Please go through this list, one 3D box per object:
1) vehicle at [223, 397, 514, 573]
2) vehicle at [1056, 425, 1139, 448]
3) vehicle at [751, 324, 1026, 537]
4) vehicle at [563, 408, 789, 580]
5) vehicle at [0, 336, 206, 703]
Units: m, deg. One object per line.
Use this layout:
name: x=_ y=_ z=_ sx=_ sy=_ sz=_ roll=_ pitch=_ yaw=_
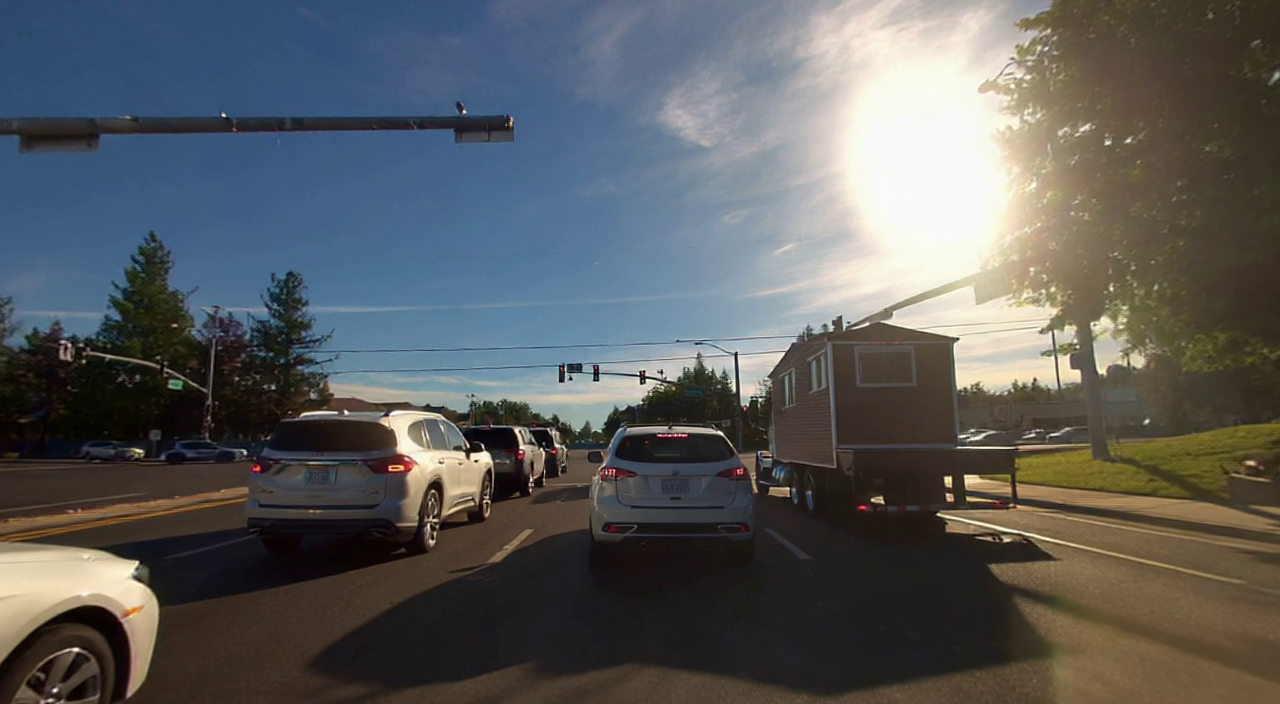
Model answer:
vehicle: x=-3.273 y=1.714 z=8.839 sx=2.085 sy=1.812 sz=4.388 roll=0 pitch=-9 yaw=0
vehicle: x=33.124 y=6.160 z=45.902 sx=4.671 sy=1.595 sz=1.824 roll=-5 pitch=-10 yaw=31
vehicle: x=3.674 y=1.408 z=11.009 sx=2.531 sy=2.750 sz=5.595 roll=0 pitch=-8 yaw=1
vehicle: x=0.349 y=1.698 z=8.304 sx=2.189 sy=1.649 sz=4.171 roll=0 pitch=-9 yaw=0
vehicle: x=-3.431 y=0.669 z=1.463 sx=1.952 sy=1.730 sz=4.116 roll=0 pitch=-9 yaw=-1
